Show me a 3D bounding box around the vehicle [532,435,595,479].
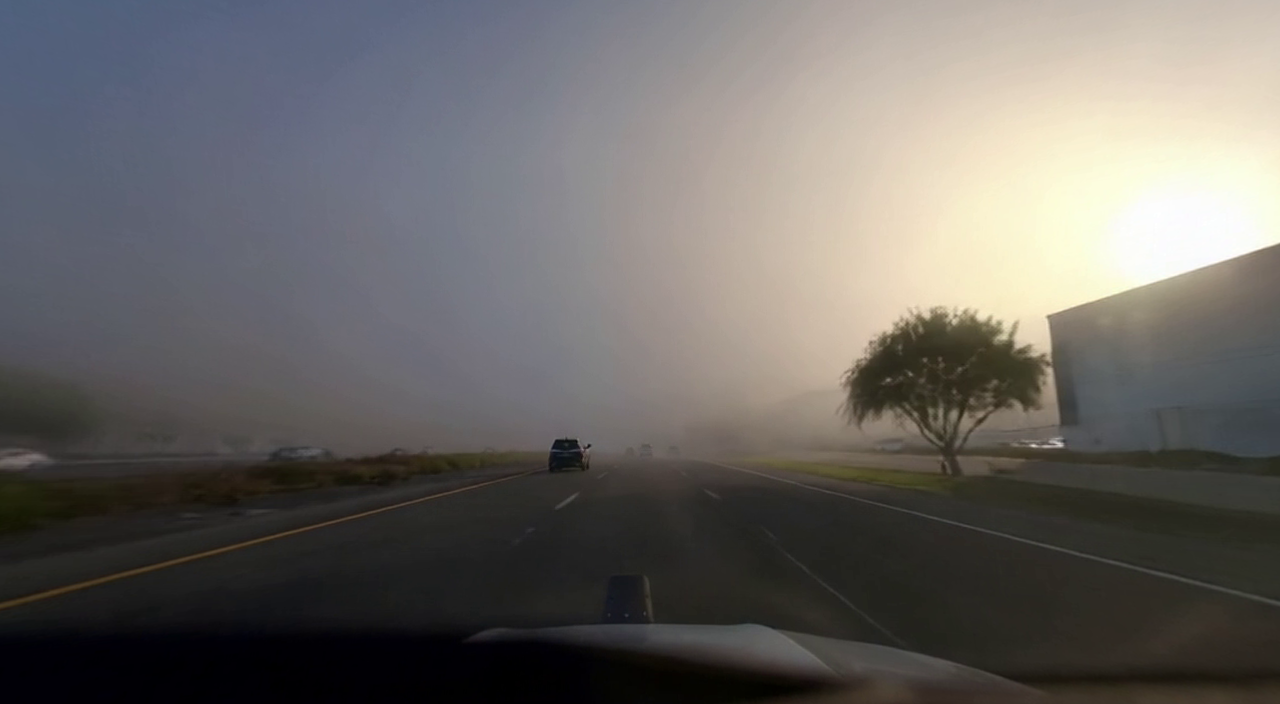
[{"bbox_3d":[-3.450,4.849,29.380,2.218,1.850,4.774,0,-9,2],"label":"vehicle"}]
